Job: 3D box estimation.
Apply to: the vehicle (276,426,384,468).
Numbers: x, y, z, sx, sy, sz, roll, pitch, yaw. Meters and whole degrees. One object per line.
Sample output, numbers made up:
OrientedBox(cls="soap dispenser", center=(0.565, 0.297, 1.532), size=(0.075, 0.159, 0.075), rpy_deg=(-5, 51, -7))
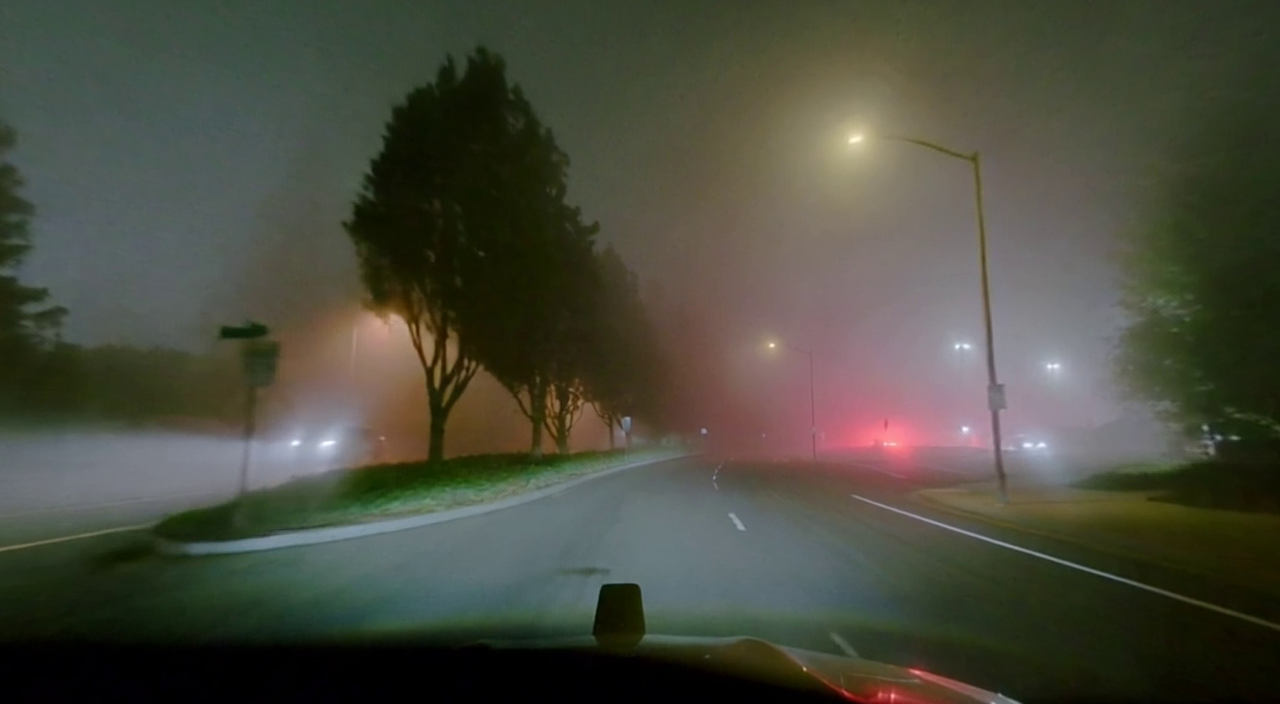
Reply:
OrientedBox(cls="vehicle", center=(-13.395, 4.143, 27.567), size=(1.995, 1.658, 4.542), rpy_deg=(-1, -9, 7))

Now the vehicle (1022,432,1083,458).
OrientedBox(cls="vehicle", center=(31.830, 7.138, 48.536), size=(4.598, 1.493, 1.951), rpy_deg=(-1, -6, -31))

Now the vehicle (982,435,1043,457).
OrientedBox(cls="vehicle", center=(26.876, 6.772, 45.422), size=(4.456, 1.489, 1.963), rpy_deg=(6, -10, -33))

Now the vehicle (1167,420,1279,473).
OrientedBox(cls="vehicle", center=(26.538, 4.022, 27.189), size=(2.271, 2.010, 5.139), rpy_deg=(0, -5, -31))
